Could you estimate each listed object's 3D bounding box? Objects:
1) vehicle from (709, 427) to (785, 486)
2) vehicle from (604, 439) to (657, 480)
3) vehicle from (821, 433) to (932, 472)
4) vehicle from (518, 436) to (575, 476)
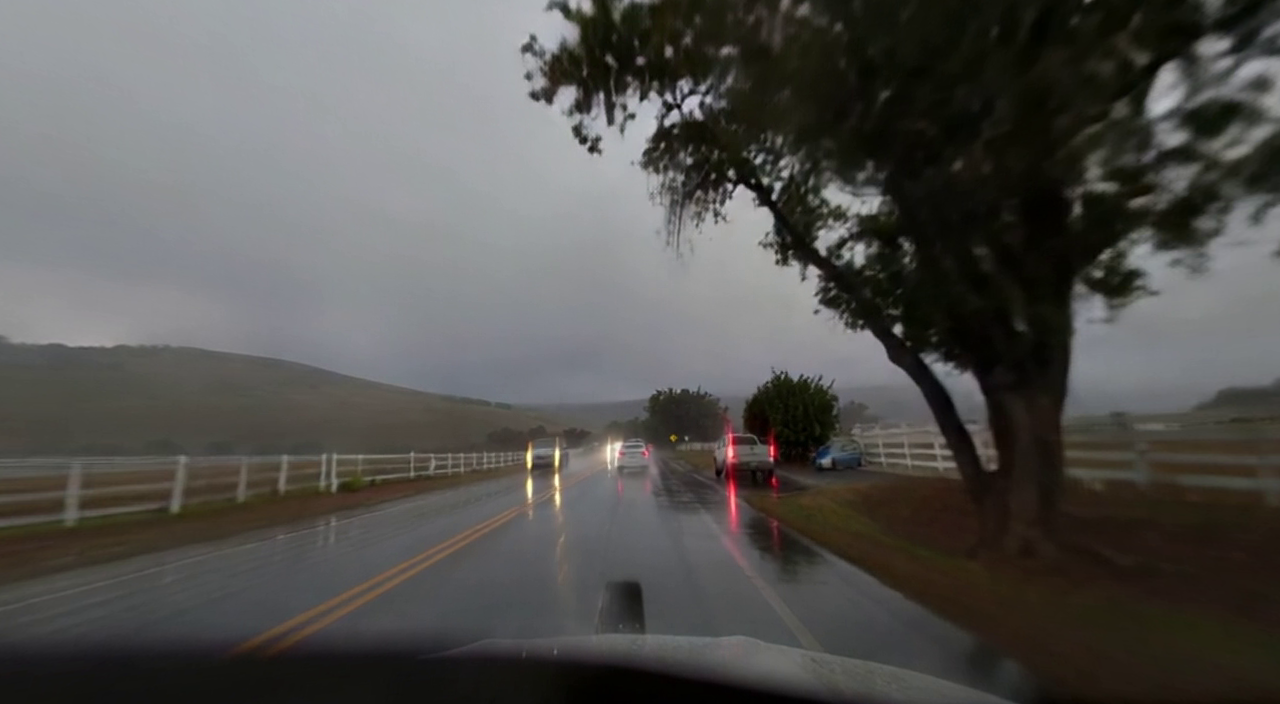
[{"bbox_3d":[3.886,3.914,23.922,2.348,1.969,5.269,-1,-9,5],"label":"vehicle"},{"bbox_3d":[-0.391,4.683,27.799,2.158,1.669,4.006,0,-9,0],"label":"vehicle"},{"bbox_3d":[9.999,4.287,27.100,1.975,1.545,4.333,3,-9,-22],"label":"vehicle"},{"bbox_3d":[-4.945,5.603,34.119,2.221,1.965,5.135,0,-9,1],"label":"vehicle"}]
